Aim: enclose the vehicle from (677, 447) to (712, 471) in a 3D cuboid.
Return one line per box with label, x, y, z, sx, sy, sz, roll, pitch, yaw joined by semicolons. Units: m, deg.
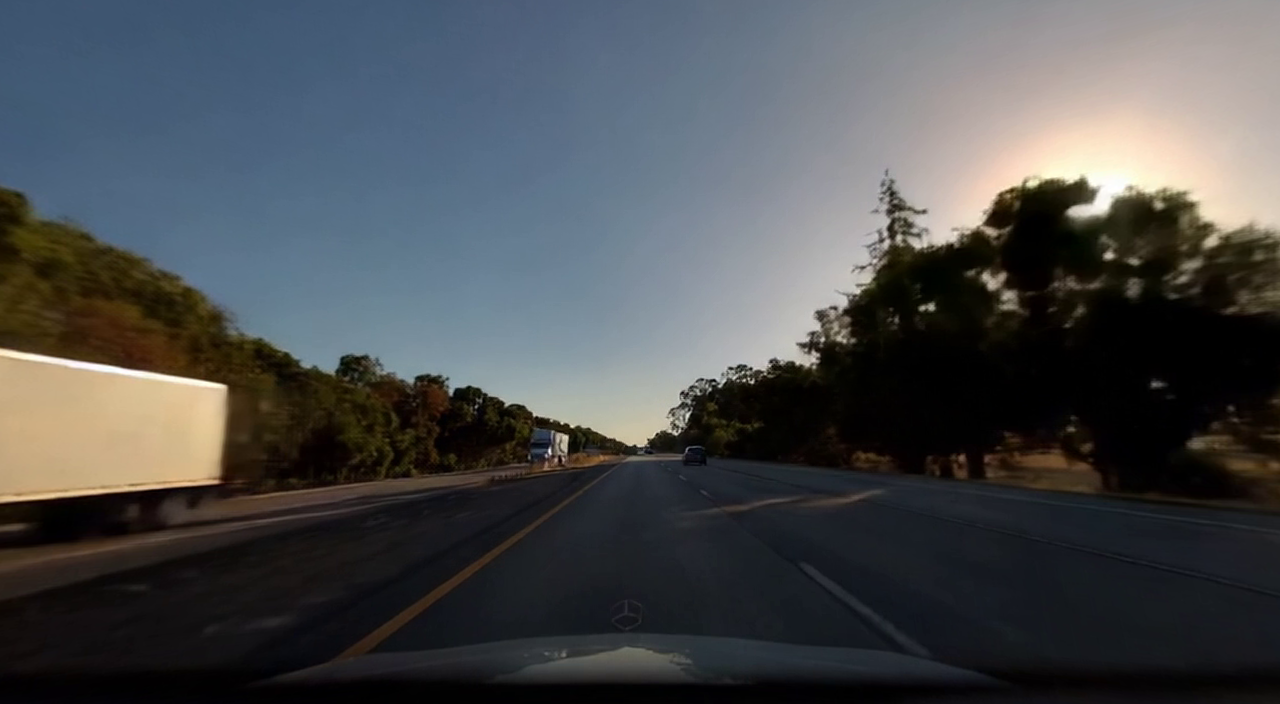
vehicle;3.697;7.357;43.599;2.013;1.584;3.995;0;-9;-1
